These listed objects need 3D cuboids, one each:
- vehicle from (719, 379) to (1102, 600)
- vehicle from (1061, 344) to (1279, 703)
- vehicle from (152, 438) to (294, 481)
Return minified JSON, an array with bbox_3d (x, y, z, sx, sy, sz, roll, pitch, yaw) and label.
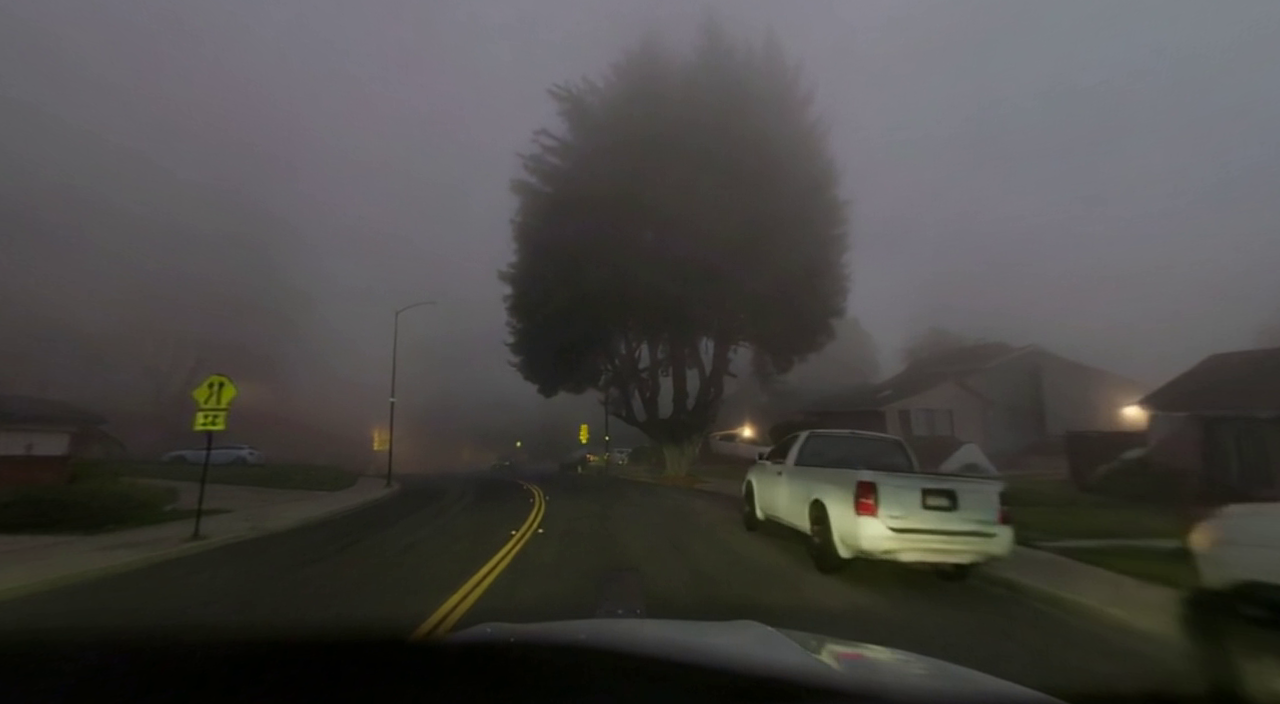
[{"bbox_3d":[2.657,1.580,8.140,2.180,1.849,5.423,0,-9,-4],"label":"vehicle"},{"bbox_3d":[3.069,0.590,0.666,1.965,1.663,4.744,0,-9,0],"label":"vehicle"},{"bbox_3d":[-17.375,4.479,26.543,4.464,1.681,1.906,2,-9,-14],"label":"vehicle"}]
